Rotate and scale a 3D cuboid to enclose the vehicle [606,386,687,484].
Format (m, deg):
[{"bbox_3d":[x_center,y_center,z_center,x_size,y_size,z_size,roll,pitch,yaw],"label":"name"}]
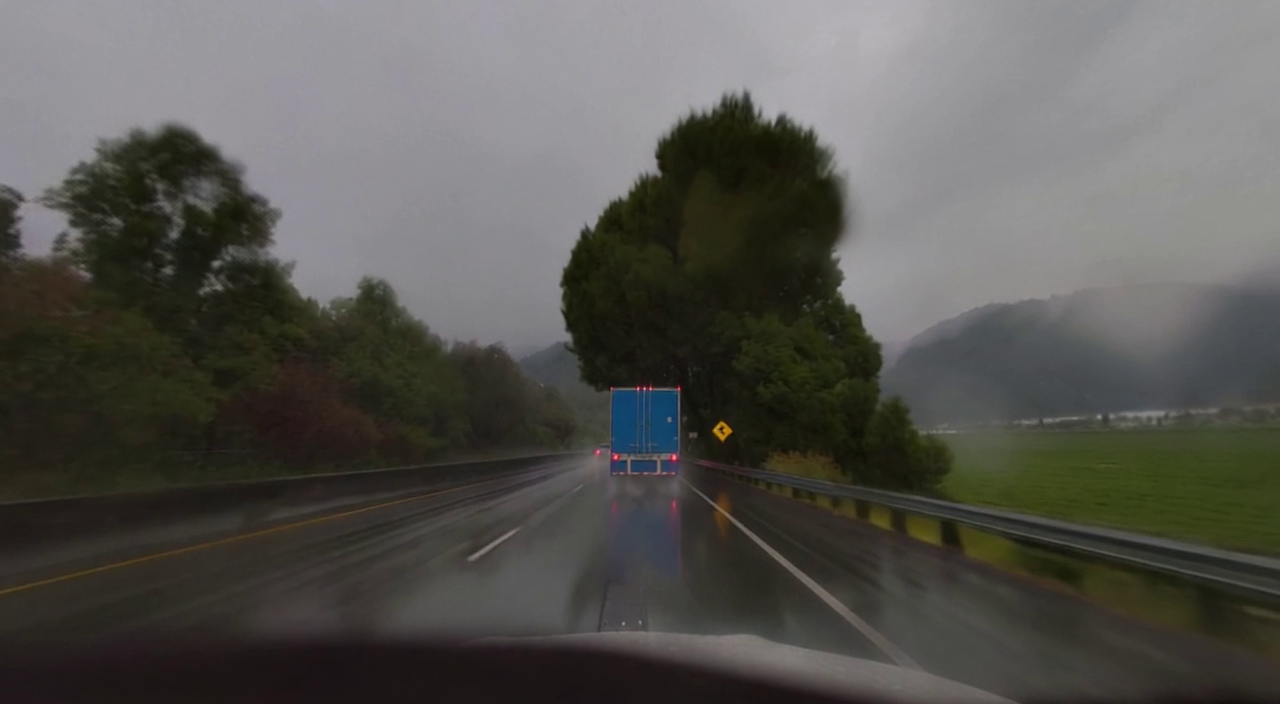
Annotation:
[{"bbox_3d":[0.095,3.672,27.243,2.913,3.530,8.648,0,-9,-2],"label":"vehicle"}]
